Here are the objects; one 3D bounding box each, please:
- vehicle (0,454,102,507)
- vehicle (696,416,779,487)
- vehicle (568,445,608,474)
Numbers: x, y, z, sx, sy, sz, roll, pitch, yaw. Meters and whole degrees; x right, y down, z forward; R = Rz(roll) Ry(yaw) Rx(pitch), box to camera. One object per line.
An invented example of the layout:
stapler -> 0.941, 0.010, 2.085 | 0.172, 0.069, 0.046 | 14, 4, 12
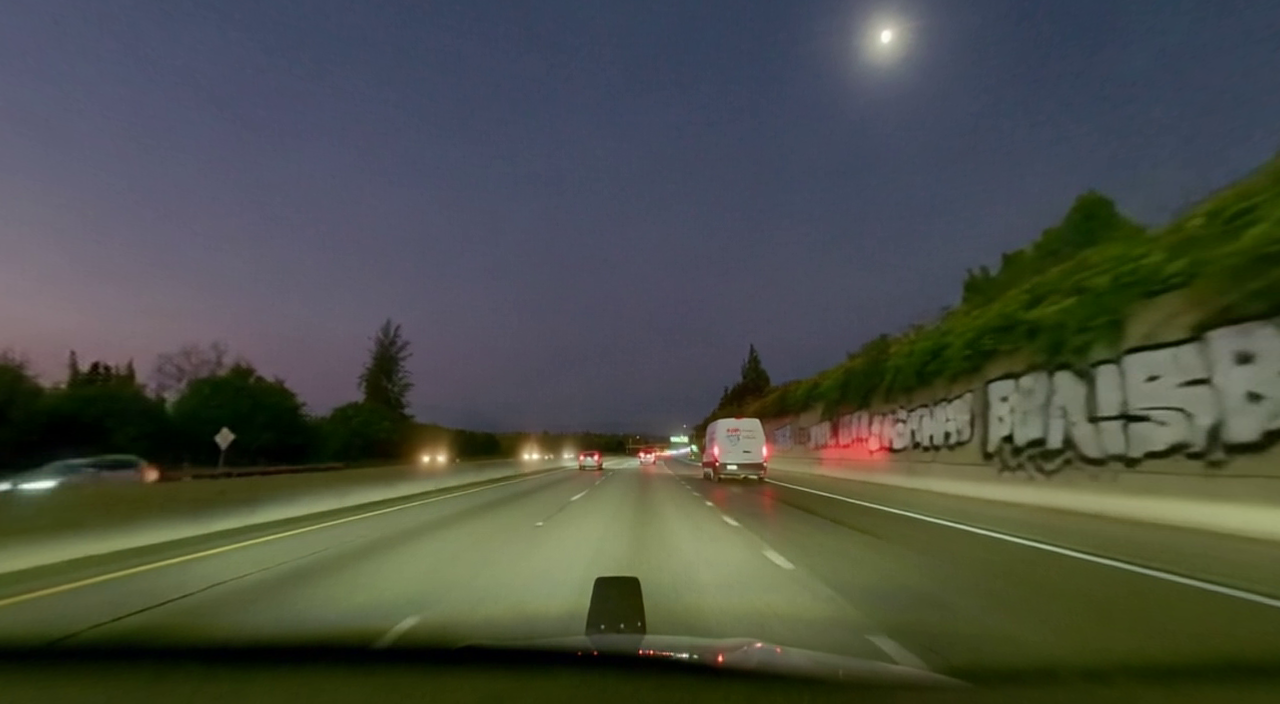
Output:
vehicle -> -19.617, 3.913, 19.292 | 1.952, 1.509, 4.840 | 0, -9, 1
vehicle -> 3.849, 4.119, 26.170 | 2.469, 2.591, 5.653 | 0, -9, -1
vehicle -> -3.077, 6.448, 37.863 | 1.964, 1.618, 4.489 | 0, -9, 1
